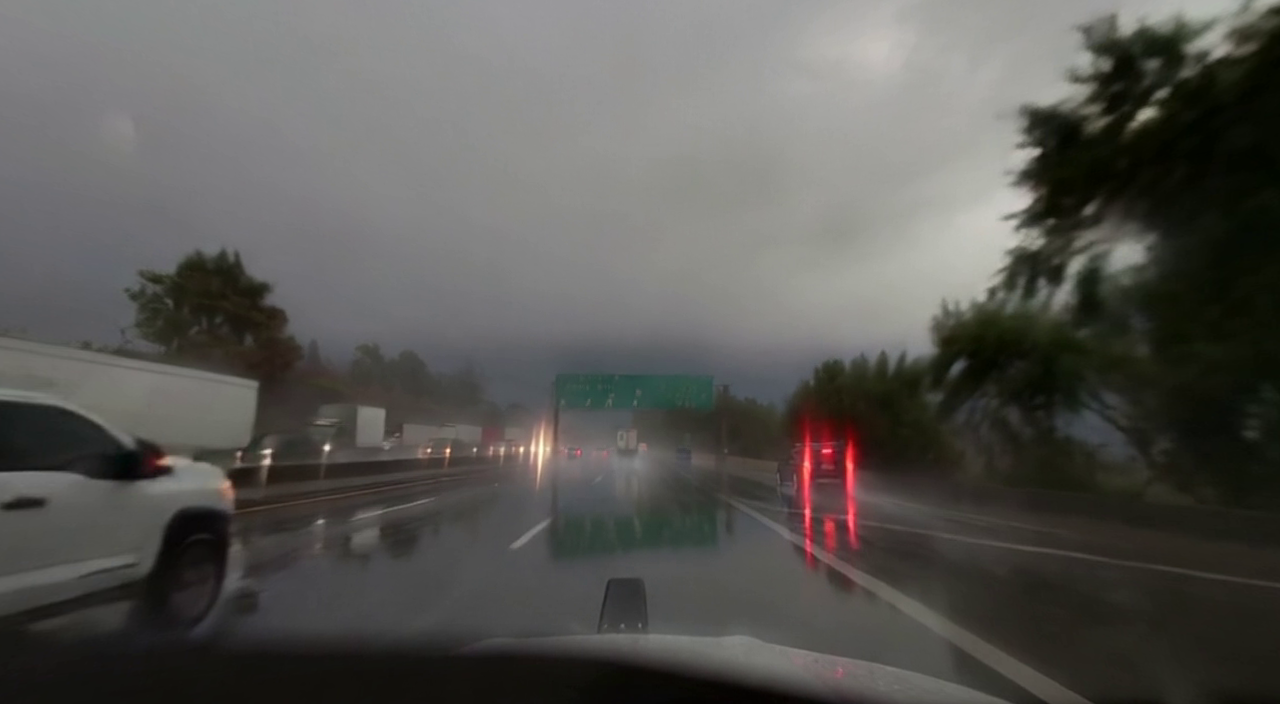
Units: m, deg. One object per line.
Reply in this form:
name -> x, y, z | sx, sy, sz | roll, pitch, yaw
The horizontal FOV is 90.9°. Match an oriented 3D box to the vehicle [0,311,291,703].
vehicle -> -3.933, 0.736, 2.377 | 2.220, 1.928, 5.176 | 0, -9, 0

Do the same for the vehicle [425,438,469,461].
vehicle -> -14.458, 7.358, 47.384 | 1.874, 1.513, 4.268 | 2, -10, 0

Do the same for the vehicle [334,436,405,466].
vehicle -> -14.192, 5.263, 33.364 | 1.879, 1.444, 4.337 | 0, -9, -1

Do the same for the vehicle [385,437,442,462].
vehicle -> -14.227, 6.190, 39.811 | 1.967, 1.454, 4.432 | 0, -9, 0

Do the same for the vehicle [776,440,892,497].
vehicle -> 6.538, 3.977, 21.809 | 2.080, 1.725, 4.252 | 1, -9, -9
